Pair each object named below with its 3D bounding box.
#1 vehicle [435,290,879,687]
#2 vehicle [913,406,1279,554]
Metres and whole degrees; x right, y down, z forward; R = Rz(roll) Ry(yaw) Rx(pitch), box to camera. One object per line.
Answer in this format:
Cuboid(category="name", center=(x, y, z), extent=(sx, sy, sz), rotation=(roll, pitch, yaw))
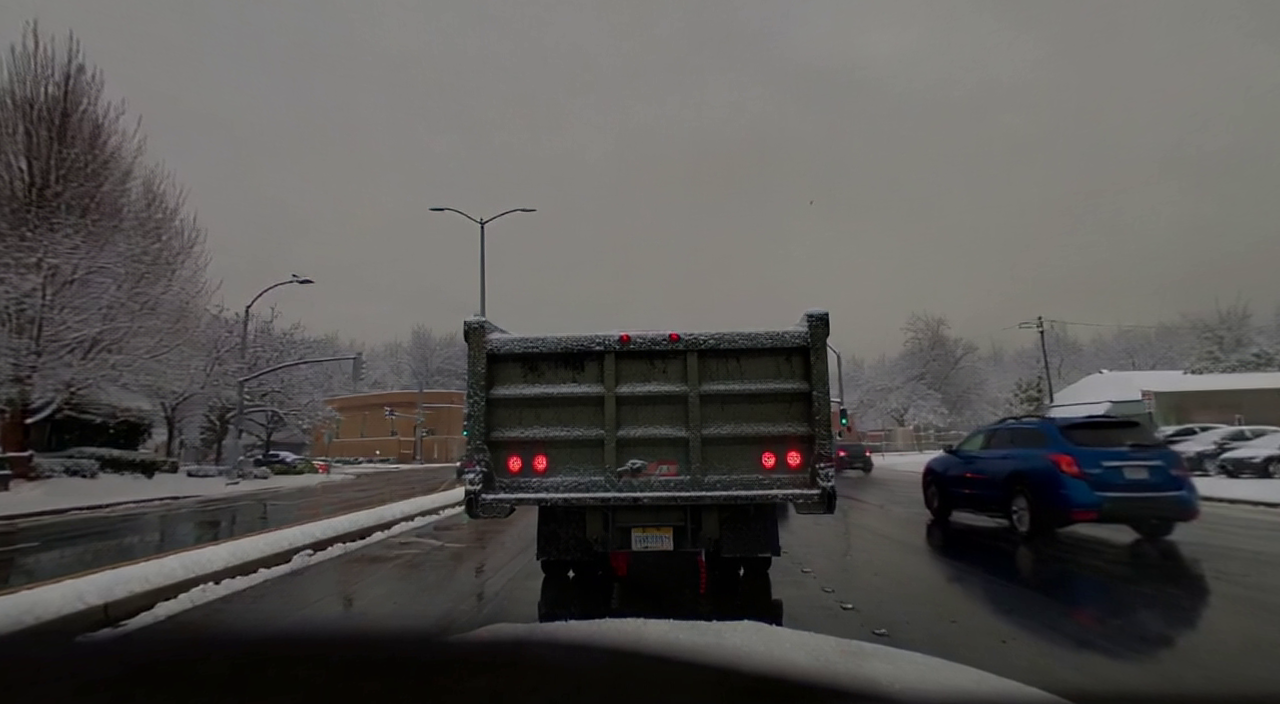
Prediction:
Cuboid(category="vehicle", center=(0.238, 1.307, 7.399), extent=(2.650, 2.391, 7.008), rotation=(-1, -8, 3))
Cuboid(category="vehicle", center=(6.802, 1.964, 10.453), extent=(2.363, 1.825, 4.989), rotation=(-1, -8, 1))
